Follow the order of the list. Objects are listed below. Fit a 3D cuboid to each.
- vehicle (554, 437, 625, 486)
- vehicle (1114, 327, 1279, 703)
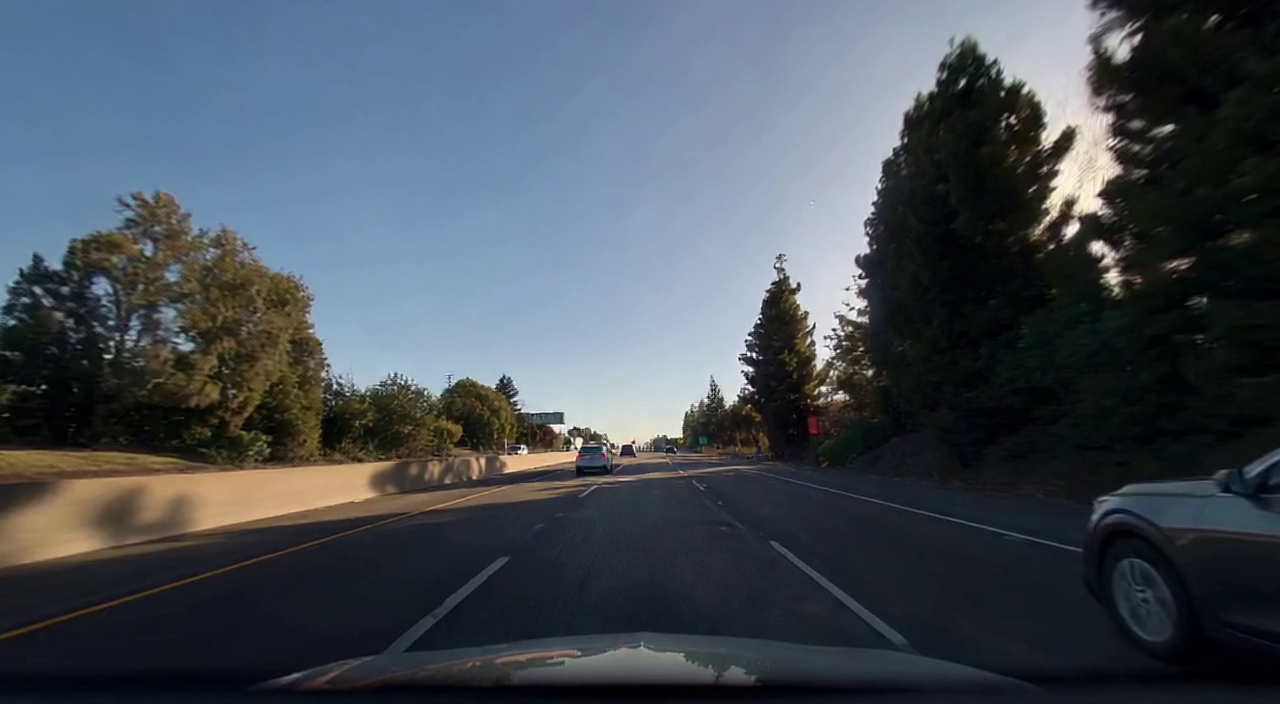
[{"bbox_3d":[-1.790,4.135,24.068,2.231,1.652,4.503,0,-9,2],"label":"vehicle"},{"bbox_3d":[3.668,0.557,1.066,2.166,1.756,4.538,0,-9,0],"label":"vehicle"}]
